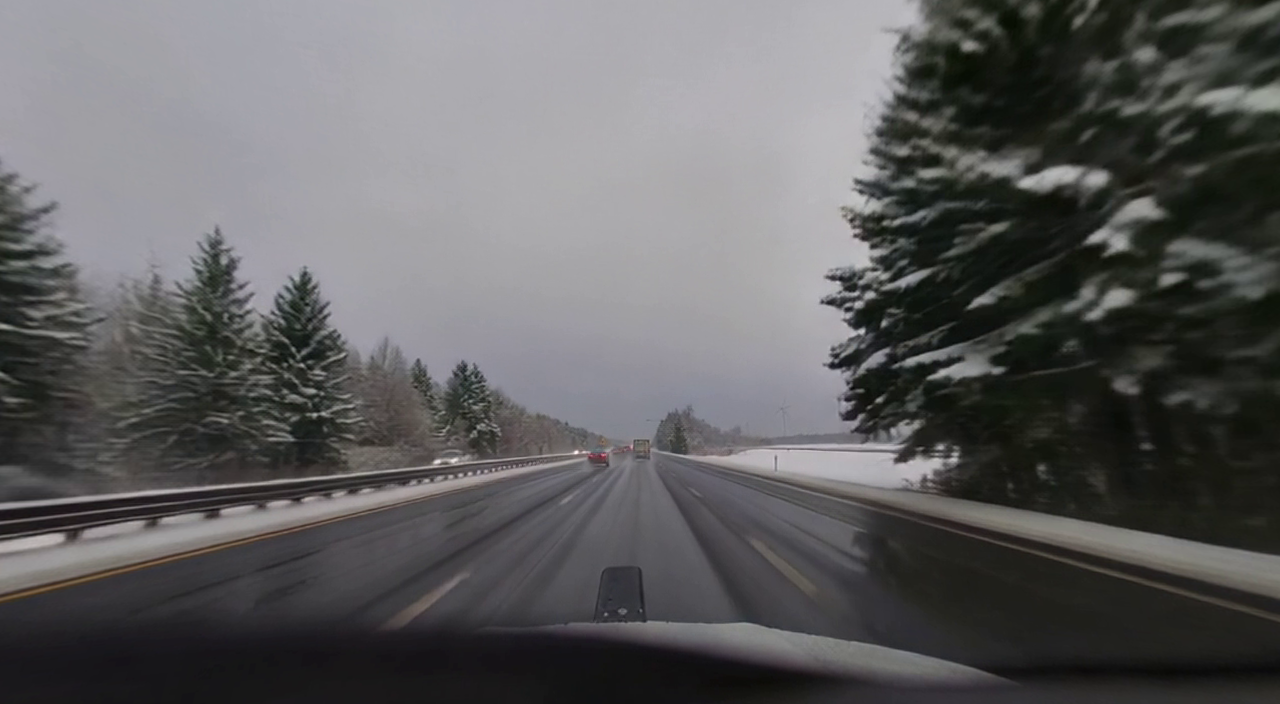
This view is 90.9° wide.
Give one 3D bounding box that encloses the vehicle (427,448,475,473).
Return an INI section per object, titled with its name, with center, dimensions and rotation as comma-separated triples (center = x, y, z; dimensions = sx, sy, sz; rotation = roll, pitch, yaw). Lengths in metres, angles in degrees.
[vehicle]
center = -12.667, 7.294, 42.505
dimensions = 1.920, 1.545, 4.234
rotation = 0, -9, 1
